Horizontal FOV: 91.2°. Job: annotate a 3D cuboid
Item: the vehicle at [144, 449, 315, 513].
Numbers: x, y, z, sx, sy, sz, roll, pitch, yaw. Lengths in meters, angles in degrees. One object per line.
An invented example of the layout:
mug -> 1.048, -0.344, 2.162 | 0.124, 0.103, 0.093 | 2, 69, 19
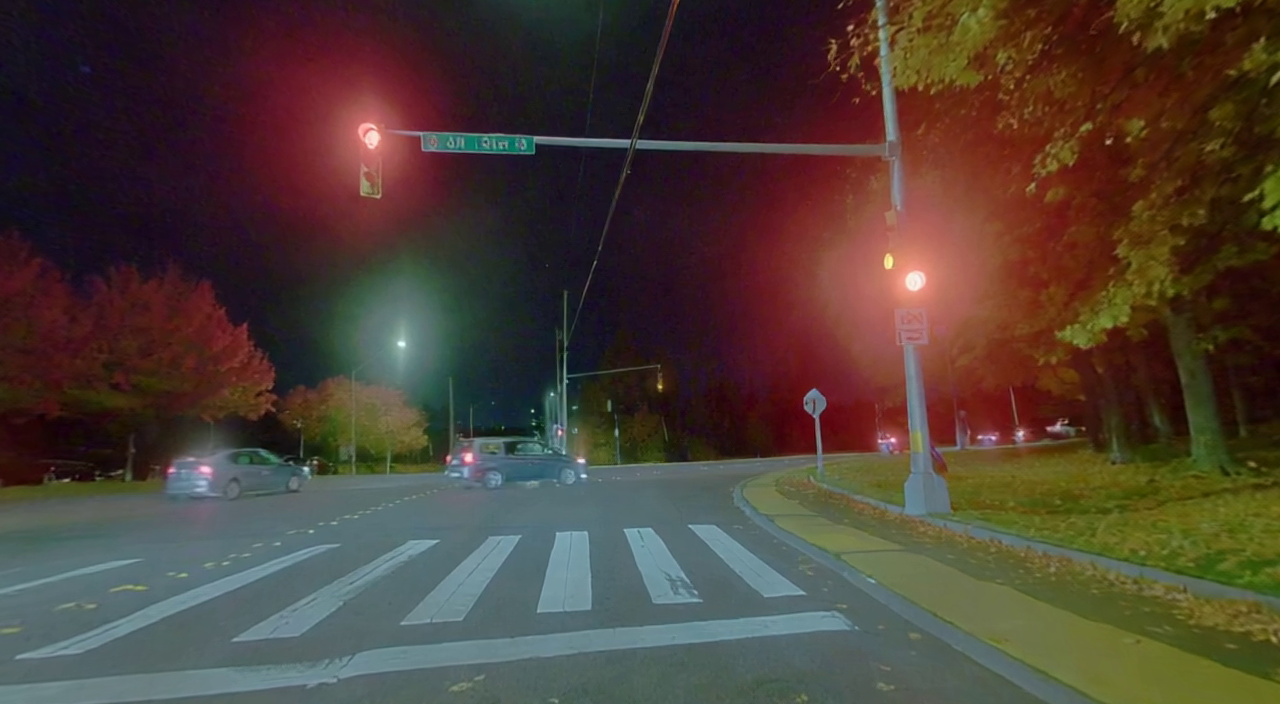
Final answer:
vehicle -> -12.250, 3.807, 18.967 | 1.832, 1.674, 3.805 | -5, -10, 27

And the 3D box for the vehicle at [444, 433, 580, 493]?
vehicle -> -4.342, 3.808, 21.851 | 1.988, 1.853, 4.314 | -7, -11, 38

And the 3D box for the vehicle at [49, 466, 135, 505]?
vehicle -> -25.429, 6.152, 29.248 | 1.694, 1.528, 4.225 | 3, -9, -23

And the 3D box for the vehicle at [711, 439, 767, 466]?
vehicle -> 7.001, 7.023, 43.942 | 1.867, 1.743, 4.259 | -8, -11, 40
